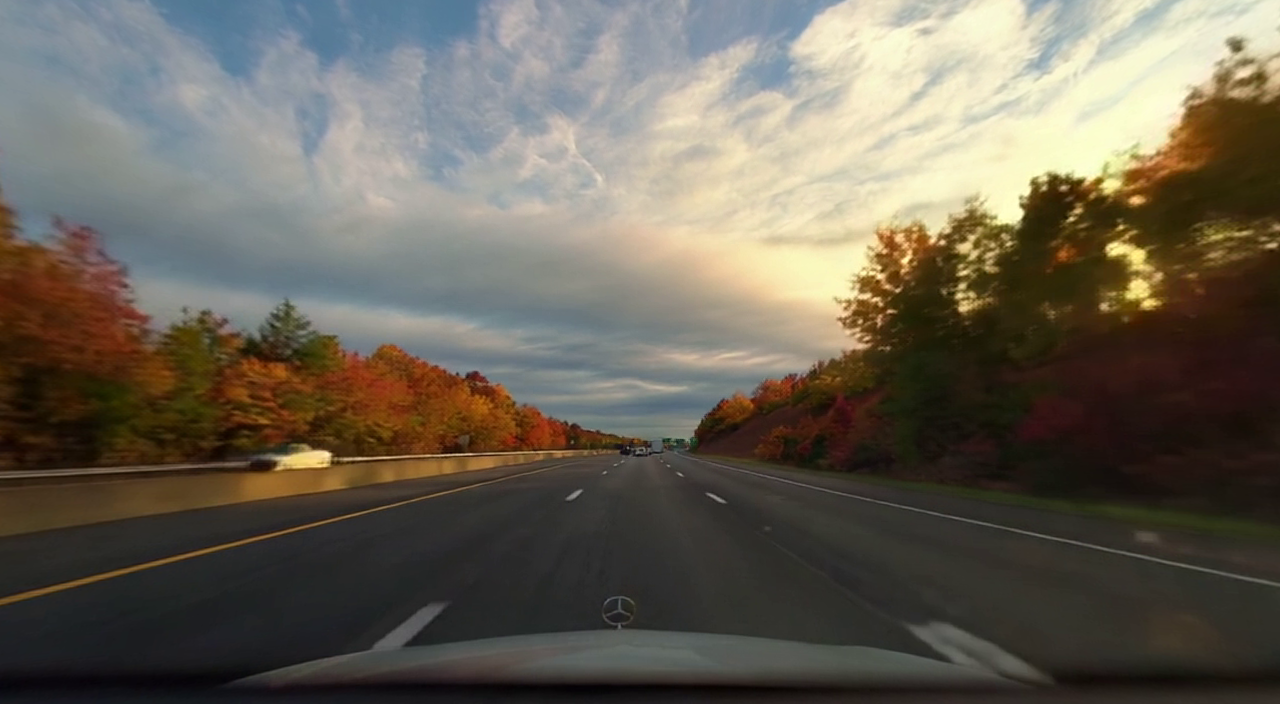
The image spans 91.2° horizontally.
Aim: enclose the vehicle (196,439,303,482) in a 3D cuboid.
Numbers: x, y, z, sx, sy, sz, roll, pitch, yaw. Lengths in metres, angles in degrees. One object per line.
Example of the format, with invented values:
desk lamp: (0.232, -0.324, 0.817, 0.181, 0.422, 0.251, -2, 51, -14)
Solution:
vehicle: (-17.553, 4.889, 28.496, 1.977, 1.749, 4.318, -1, -9, 1)
